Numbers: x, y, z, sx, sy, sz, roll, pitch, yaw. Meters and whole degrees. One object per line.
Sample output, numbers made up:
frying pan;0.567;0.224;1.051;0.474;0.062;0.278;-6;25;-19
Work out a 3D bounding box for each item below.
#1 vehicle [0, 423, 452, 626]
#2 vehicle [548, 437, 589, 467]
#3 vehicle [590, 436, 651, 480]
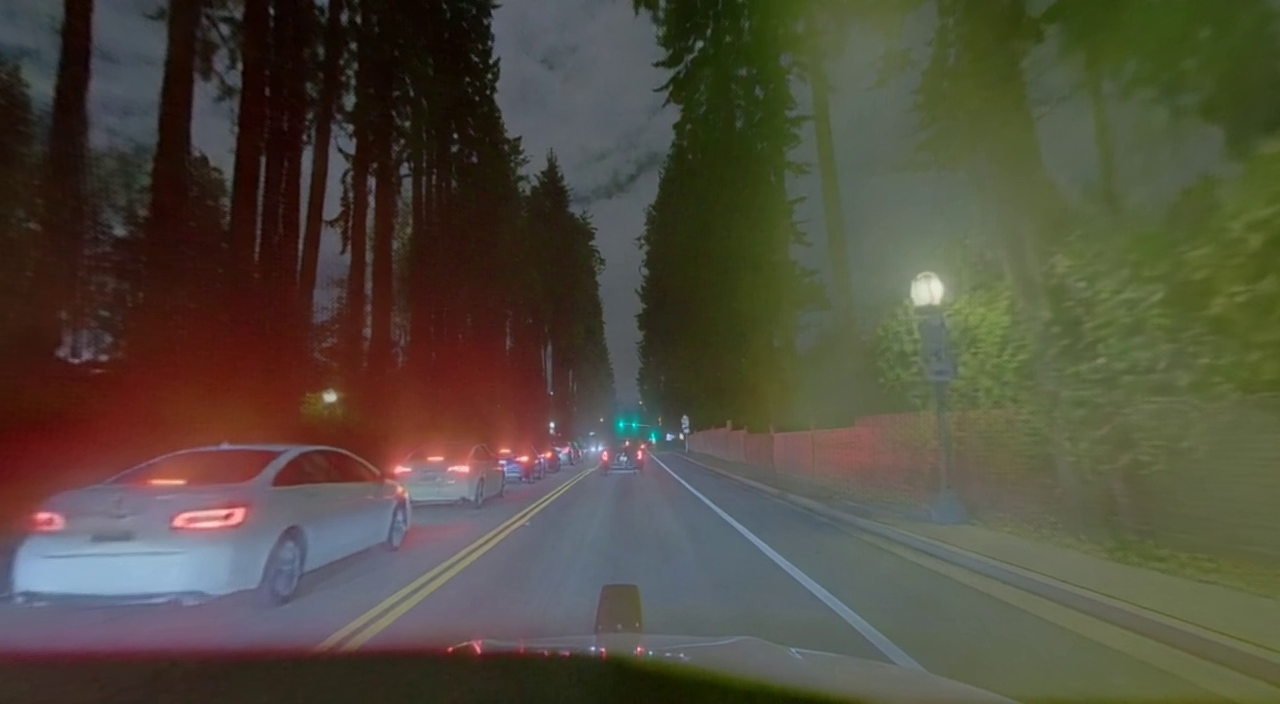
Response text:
vehicle;-3.701;1.569;6.791;2.030;1.452;4.312;0;-8;0
vehicle;-4.194;5.944;37.802;1.983;1.697;4.285;0;-8;-1
vehicle;-0.716;4.007;24.160;2.127;1.517;4.090;0;-8;-1
